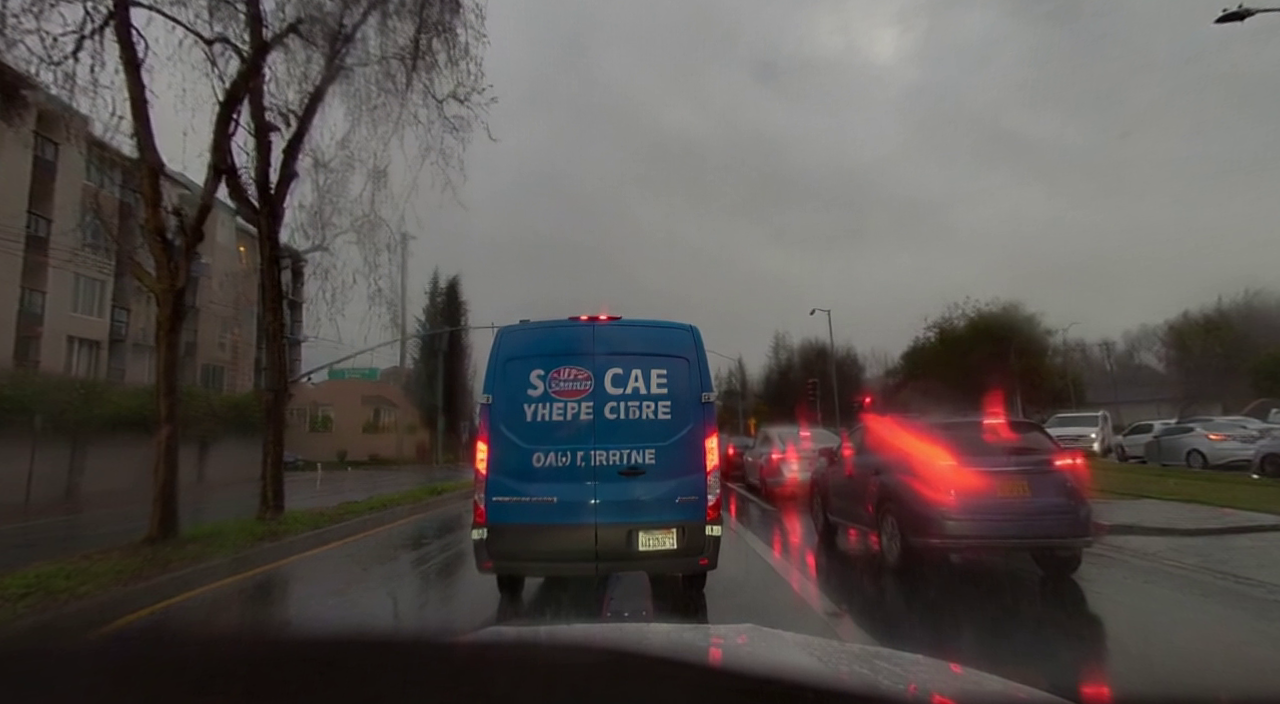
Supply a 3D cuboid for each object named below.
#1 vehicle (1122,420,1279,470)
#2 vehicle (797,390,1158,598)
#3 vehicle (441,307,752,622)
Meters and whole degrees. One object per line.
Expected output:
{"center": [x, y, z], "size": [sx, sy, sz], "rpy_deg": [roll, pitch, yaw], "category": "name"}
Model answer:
{"center": [17.187, 2.831, 19.181], "size": [3.491, 1.443, 1.837], "rpy_deg": [0, -8, 0], "category": "vehicle"}
{"center": [3.434, 1.531, 7.614], "size": [1.965, 1.771, 4.295], "rpy_deg": [0, -8, 0], "category": "vehicle"}
{"center": [-0.303, 1.231, 7.545], "size": [2.422, 2.488, 4.992], "rpy_deg": [0, -8, 1], "category": "vehicle"}
